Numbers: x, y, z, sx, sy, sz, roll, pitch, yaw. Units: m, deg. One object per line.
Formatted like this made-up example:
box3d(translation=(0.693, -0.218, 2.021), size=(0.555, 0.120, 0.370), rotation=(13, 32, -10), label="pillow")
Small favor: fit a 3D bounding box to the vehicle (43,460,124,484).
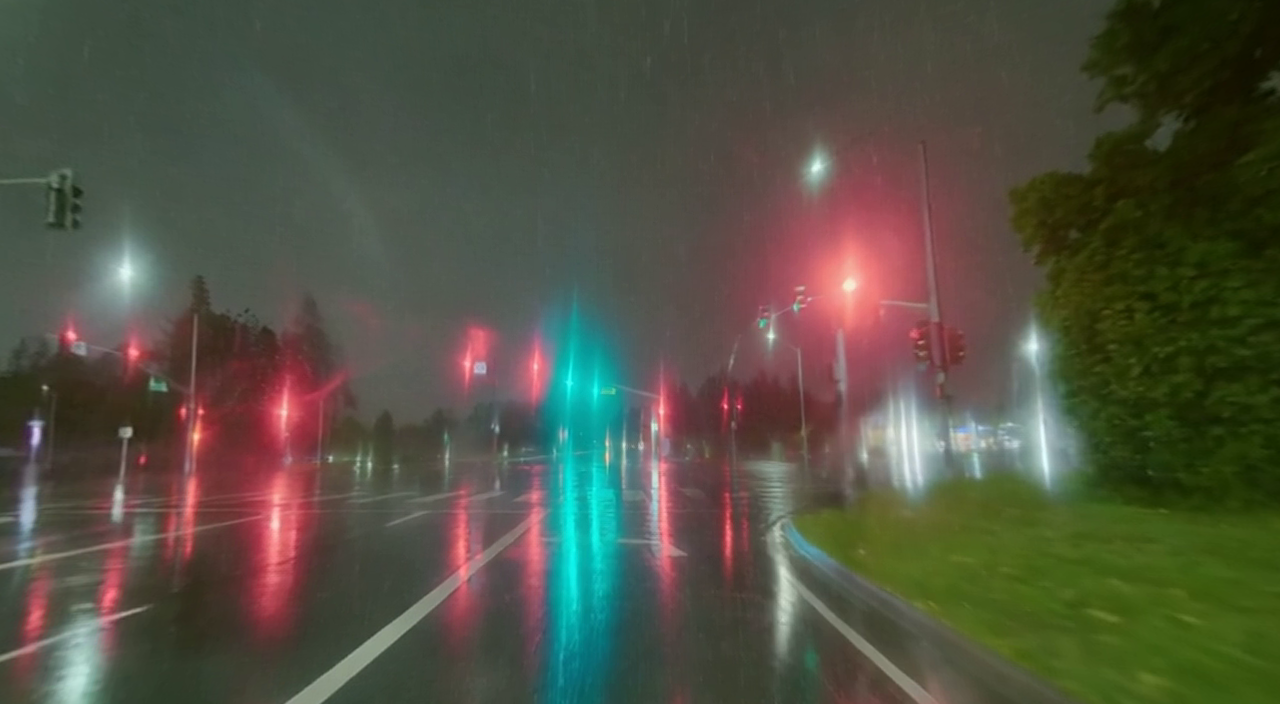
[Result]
box3d(translation=(-36.860, 7.953, 41.768), size=(3.748, 1.389, 1.656), rotation=(-1, -7, -1), label="vehicle")
